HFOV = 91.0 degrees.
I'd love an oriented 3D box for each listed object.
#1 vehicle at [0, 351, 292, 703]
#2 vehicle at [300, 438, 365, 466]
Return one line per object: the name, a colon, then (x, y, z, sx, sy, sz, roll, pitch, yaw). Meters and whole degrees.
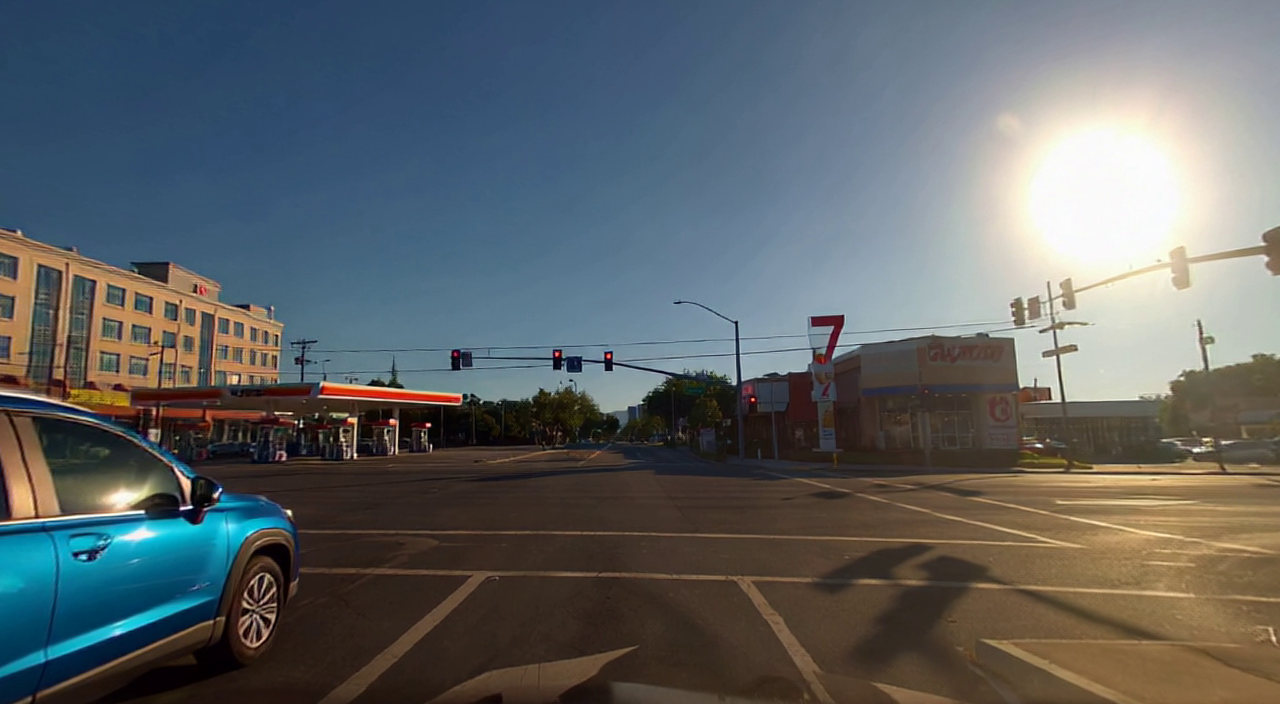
vehicle: (-3.431, 0.802, 2.047, 2.053, 1.690, 4.364, 0, -9, 0)
vehicle: (-20.488, 6.686, 42.157, 2.004, 1.699, 4.486, 0, -9, 1)
